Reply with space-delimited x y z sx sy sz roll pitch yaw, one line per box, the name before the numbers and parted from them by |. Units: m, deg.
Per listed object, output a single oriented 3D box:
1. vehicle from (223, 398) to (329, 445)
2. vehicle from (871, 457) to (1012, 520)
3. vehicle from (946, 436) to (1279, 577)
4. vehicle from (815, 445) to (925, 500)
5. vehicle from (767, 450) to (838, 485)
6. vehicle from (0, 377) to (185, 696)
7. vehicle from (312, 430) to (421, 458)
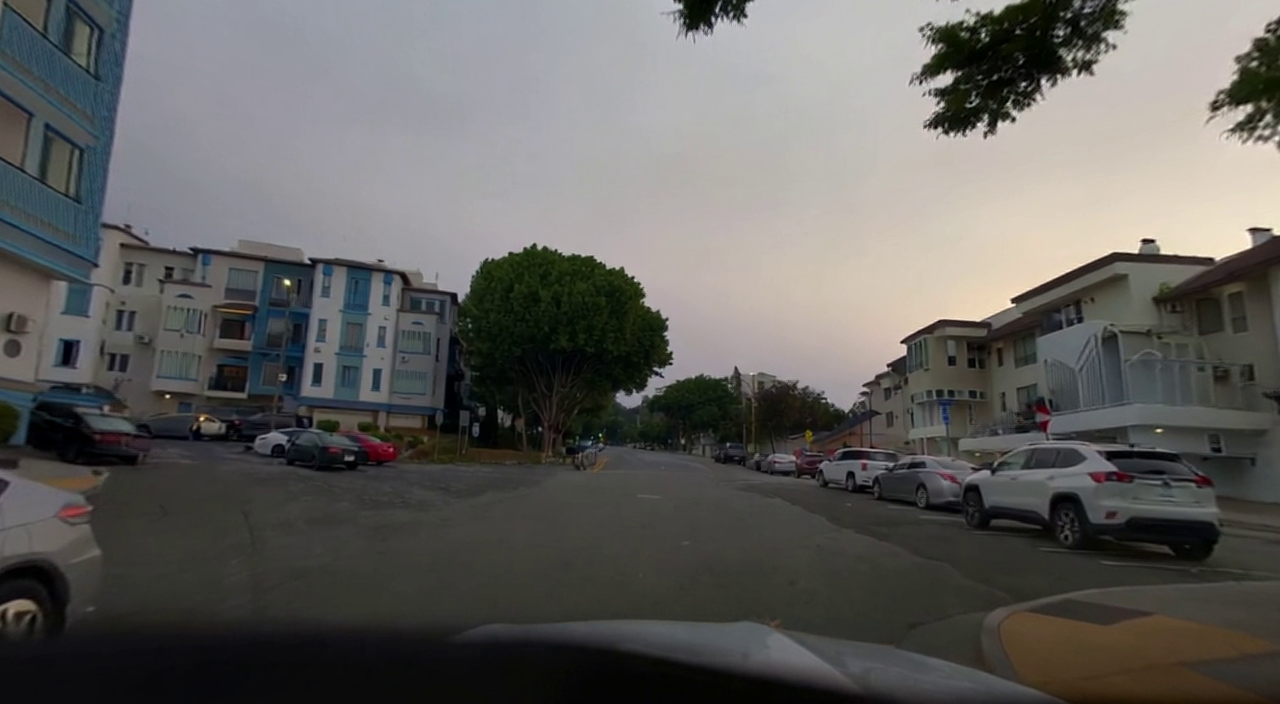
vehicle | -18.701 3.586 32.463 4.598 1.645 2.019 7 -6 20
vehicle | 7.825 3.551 16.927 1.900 1.368 4.176 -1 -9 3
vehicle | 7.509 2.382 10.755 2.181 1.792 5.066 0 -9 2
vehicle | 7.936 4.171 22.367 1.917 1.704 4.840 0 -9 -2
vehicle | 7.863 5.621 31.123 2.122 1.554 4.777 0 -9 -1
vehicle | -4.471 0.834 2.264 2.285 1.712 5.200 1 -9 -7
vehicle | -13.578 4.627 31.646 4.603 1.335 1.889 1 -9 -8
